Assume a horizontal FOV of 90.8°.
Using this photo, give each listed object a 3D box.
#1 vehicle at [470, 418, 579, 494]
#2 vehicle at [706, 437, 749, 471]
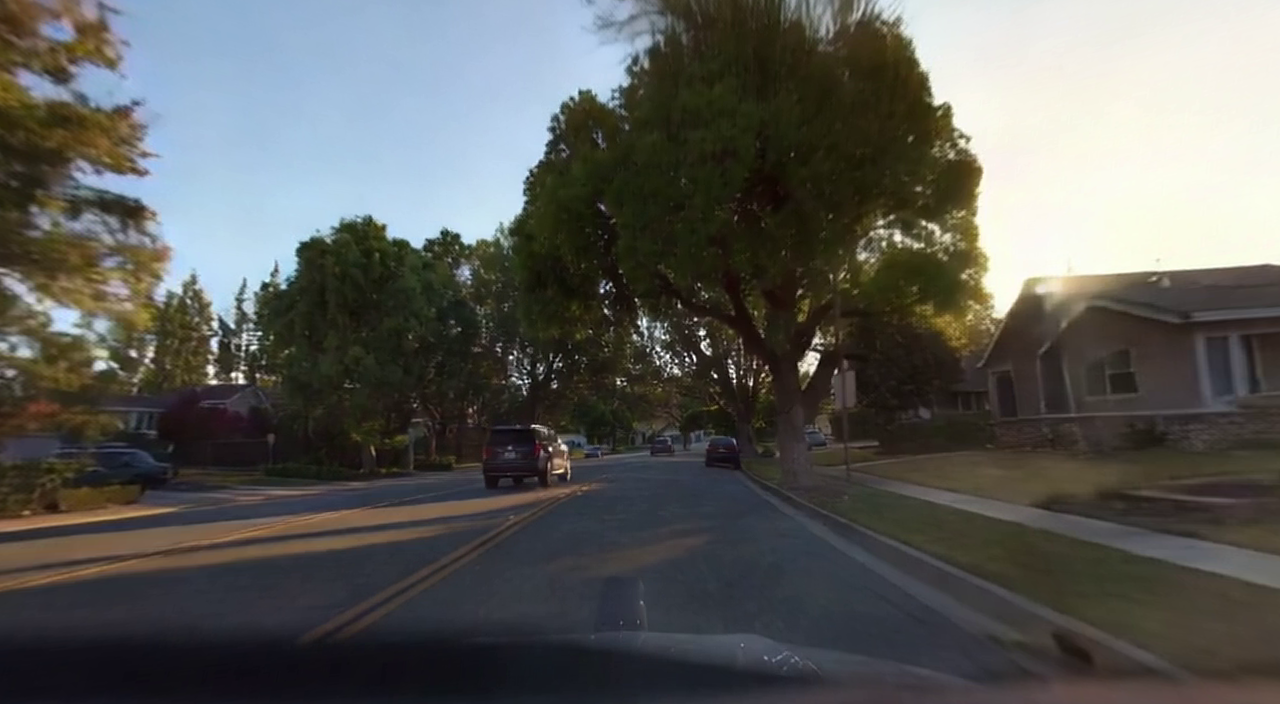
[{"bbox_3d":[-3.457,3.259,20.154,2.085,2.084,5.133,-1,-8,5],"label":"vehicle"},{"bbox_3d":[4.641,5.392,33.598,2.040,1.643,4.446,-1,-9,8],"label":"vehicle"}]
